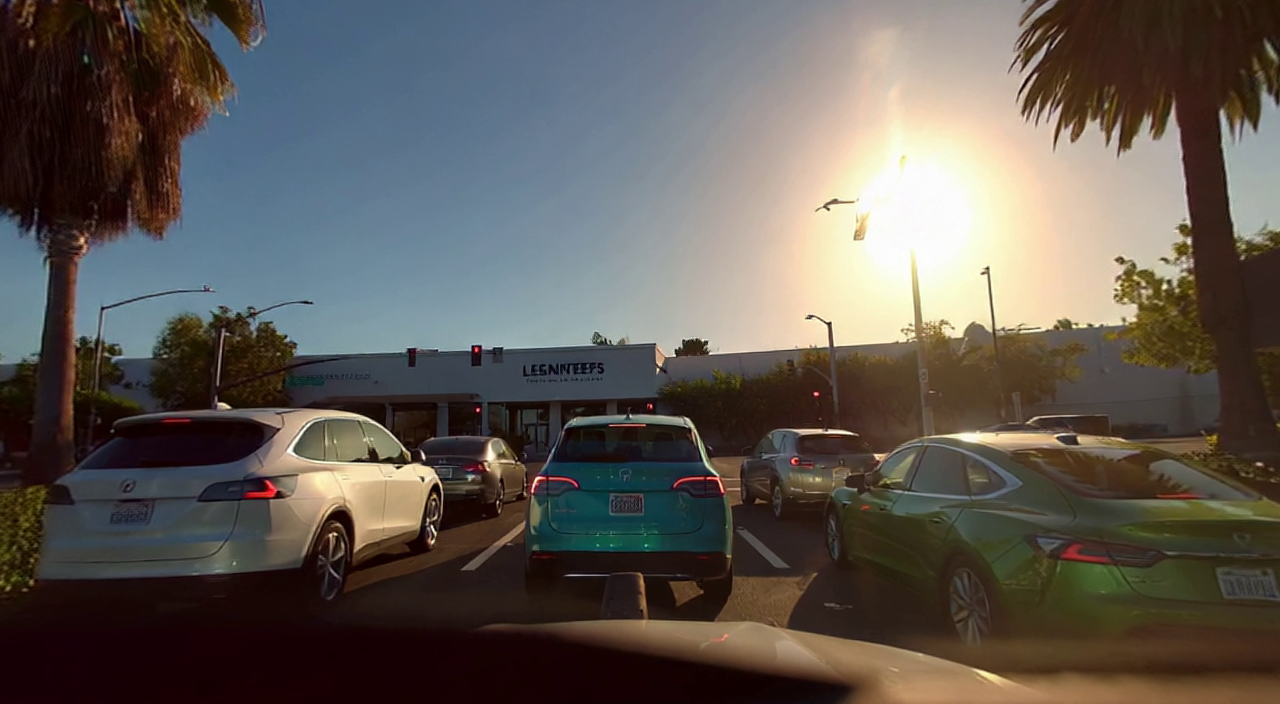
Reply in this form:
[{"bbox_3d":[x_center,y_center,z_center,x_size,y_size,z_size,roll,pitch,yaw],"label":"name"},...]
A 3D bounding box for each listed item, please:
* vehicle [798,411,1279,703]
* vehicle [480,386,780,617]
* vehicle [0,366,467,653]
[{"bbox_3d":[2.960,1.369,5.263,2.017,1.491,4.611,0,-8,-1],"label":"vehicle"},{"bbox_3d":[-0.134,1.458,7.065,2.280,1.747,4.361,0,-8,-2],"label":"vehicle"},{"bbox_3d":[-3.355,1.283,6.129,2.014,1.755,4.360,0,-8,1],"label":"vehicle"}]
